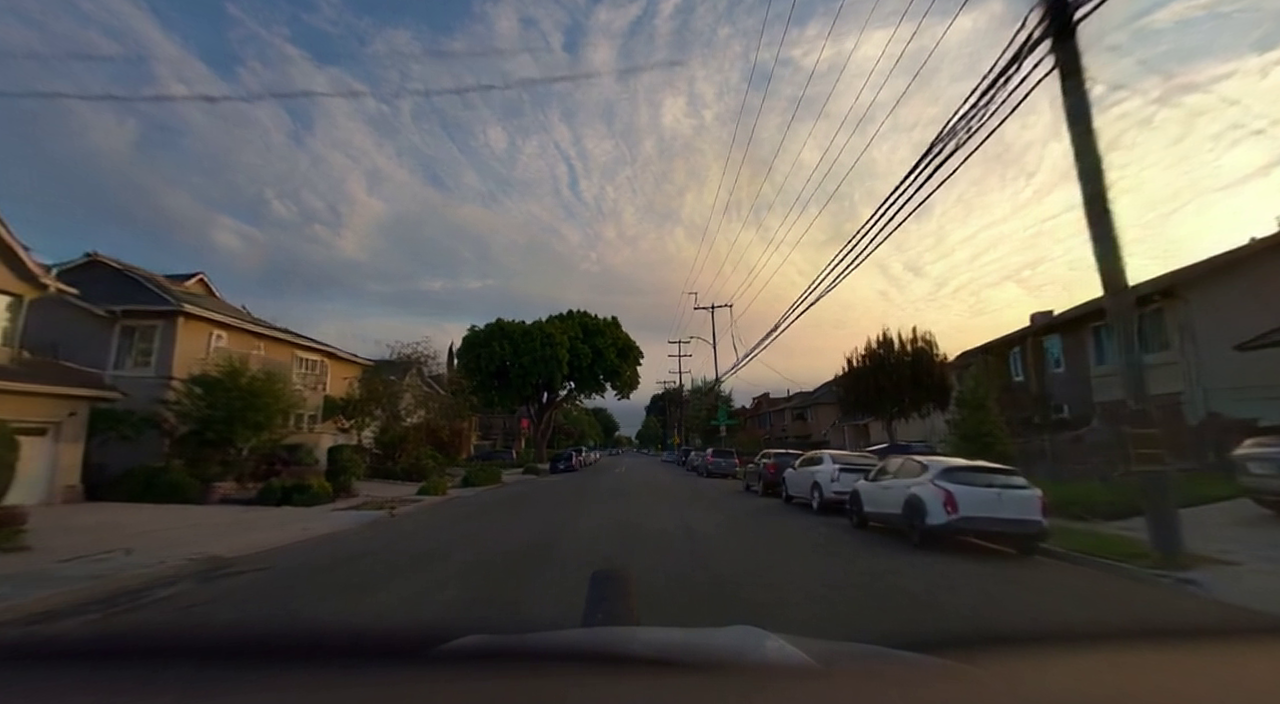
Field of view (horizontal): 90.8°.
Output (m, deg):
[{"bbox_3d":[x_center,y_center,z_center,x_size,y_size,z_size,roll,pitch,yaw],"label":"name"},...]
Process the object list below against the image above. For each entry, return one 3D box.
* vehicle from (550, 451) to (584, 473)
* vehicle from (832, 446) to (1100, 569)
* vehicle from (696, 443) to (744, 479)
[{"bbox_3d":[-5.465,8.241,47.404,2.031,1.468,4.165,-2,-9,0],"label":"vehicle"},{"bbox_3d":[4.670,2.240,10.024,1.859,1.469,4.550,0,-9,1],"label":"vehicle"},{"bbox_3d":[4.502,6.212,36.239,2.086,1.885,4.323,0,-9,-1],"label":"vehicle"}]
